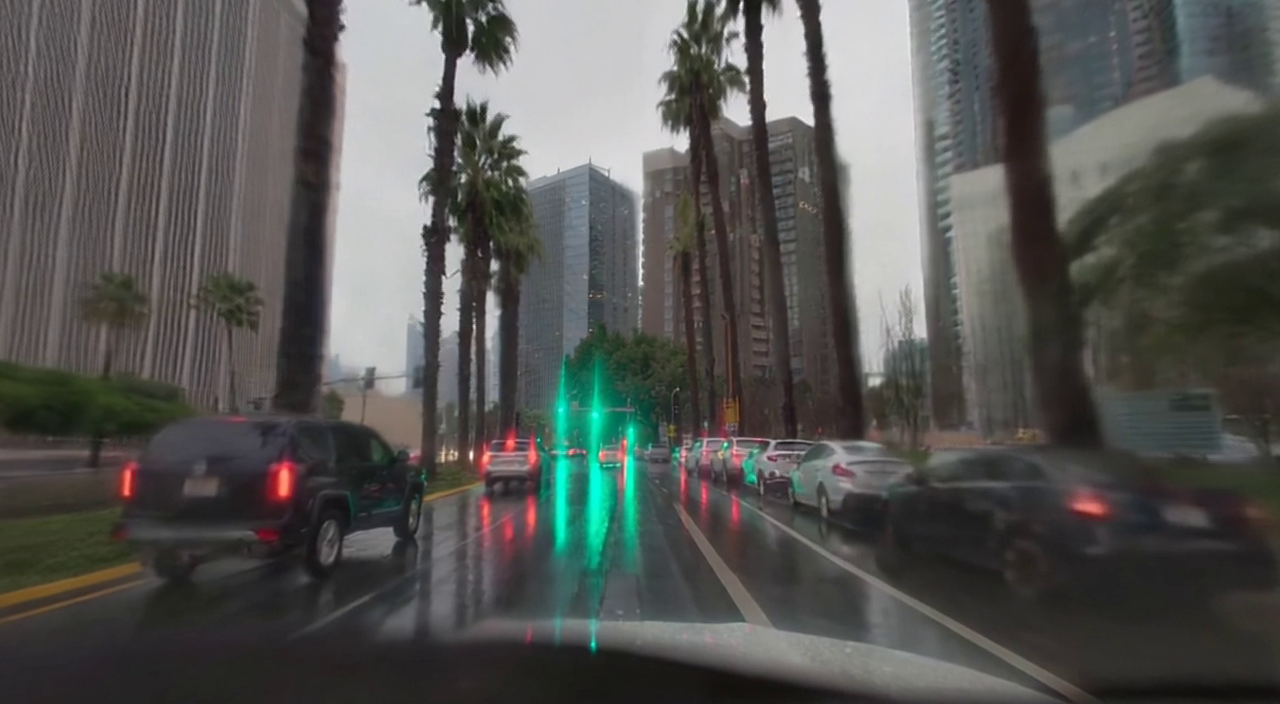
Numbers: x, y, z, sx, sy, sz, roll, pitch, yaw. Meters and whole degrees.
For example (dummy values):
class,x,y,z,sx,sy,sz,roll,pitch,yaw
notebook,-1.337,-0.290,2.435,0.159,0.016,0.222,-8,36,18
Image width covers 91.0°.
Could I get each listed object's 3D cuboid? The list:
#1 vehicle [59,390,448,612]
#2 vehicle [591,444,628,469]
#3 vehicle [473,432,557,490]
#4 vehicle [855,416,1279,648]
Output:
class,x,y,z,sx,sy,sz,roll,pitch,yaw
vehicle,-3.808,1.526,7.315,1.800,1.797,4.224,0,-9,0
vehicle,-1.939,6.414,38.854,2.036,1.461,3.890,1,-9,-6
vehicle,-4.048,3.611,21.182,2.014,1.740,4.392,0,-9,-1
vehicle,4.003,1.532,6.484,1.873,1.511,4.523,0,-9,-1
